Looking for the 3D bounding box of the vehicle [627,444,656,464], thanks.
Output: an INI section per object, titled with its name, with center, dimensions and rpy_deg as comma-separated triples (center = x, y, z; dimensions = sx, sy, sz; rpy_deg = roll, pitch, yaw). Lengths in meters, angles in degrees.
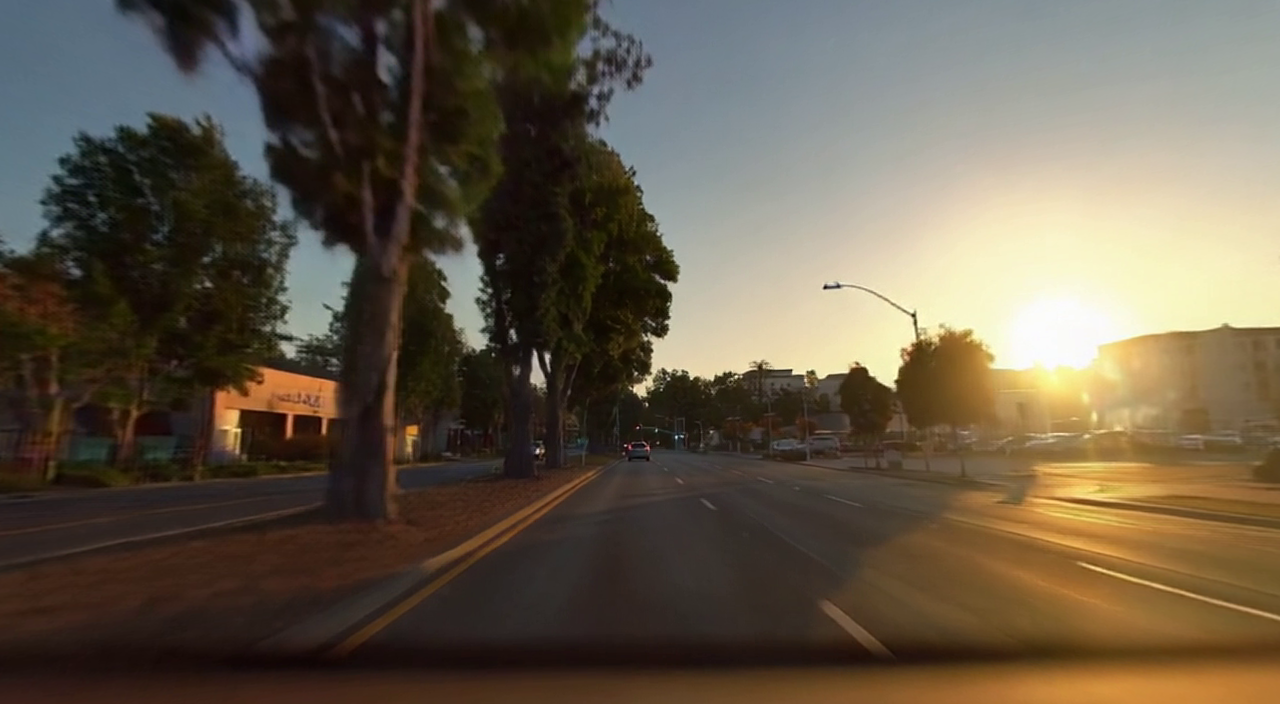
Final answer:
[vehicle]
center = 0.109, 7.974, 49.699
dimensions = 2.159, 1.461, 4.142
rpy_deg = 0, -8, -1
